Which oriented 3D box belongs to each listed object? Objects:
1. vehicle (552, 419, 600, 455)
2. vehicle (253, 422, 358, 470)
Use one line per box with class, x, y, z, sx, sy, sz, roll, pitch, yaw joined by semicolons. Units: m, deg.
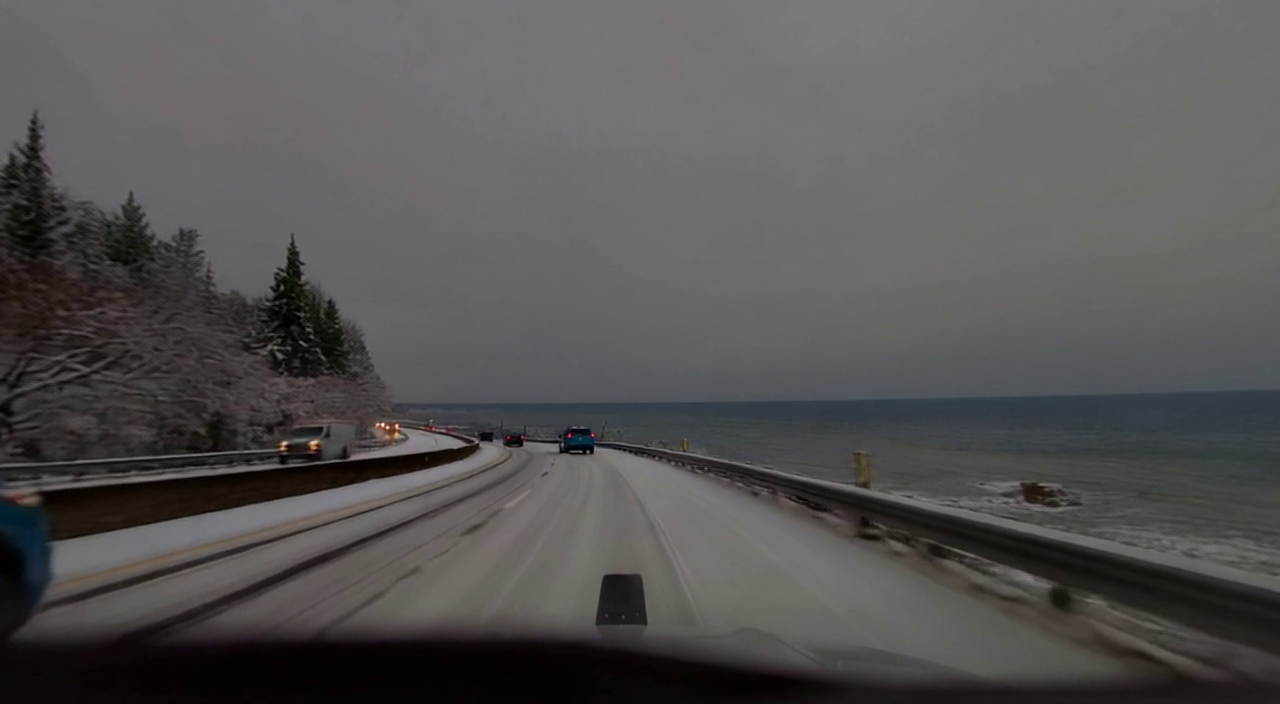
vehicle;-4.286;5.610;41.303;2.632;2.162;5.529;1;-9;-11
vehicle;-17.040;4.834;32.609;2.661;2.208;6.199;1;-8;-7
